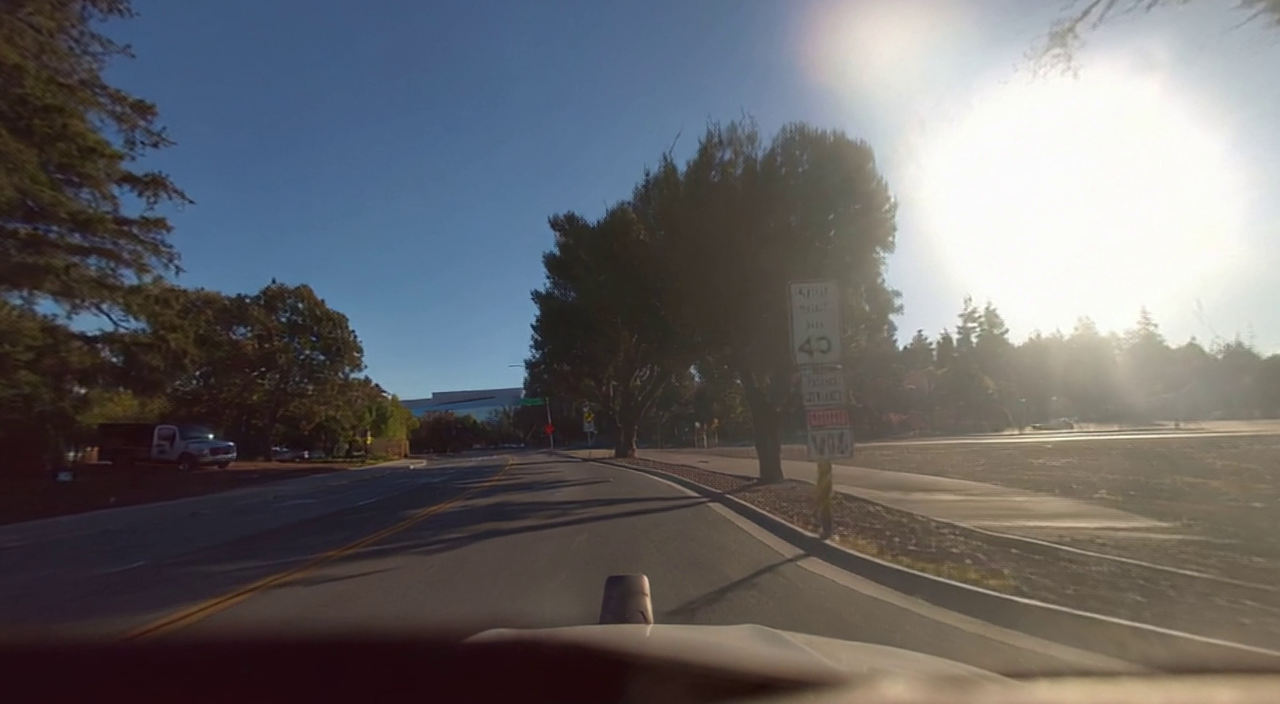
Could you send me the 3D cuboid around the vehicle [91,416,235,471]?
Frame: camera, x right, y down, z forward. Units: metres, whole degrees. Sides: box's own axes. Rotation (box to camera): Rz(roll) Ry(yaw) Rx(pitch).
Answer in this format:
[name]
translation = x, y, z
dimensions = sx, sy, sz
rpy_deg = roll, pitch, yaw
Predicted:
[vehicle]
translation = -18.708, 3.605, 24.769
dimensions = 4.699, 1.996, 2.116
rpy_deg = -3, -9, 19
